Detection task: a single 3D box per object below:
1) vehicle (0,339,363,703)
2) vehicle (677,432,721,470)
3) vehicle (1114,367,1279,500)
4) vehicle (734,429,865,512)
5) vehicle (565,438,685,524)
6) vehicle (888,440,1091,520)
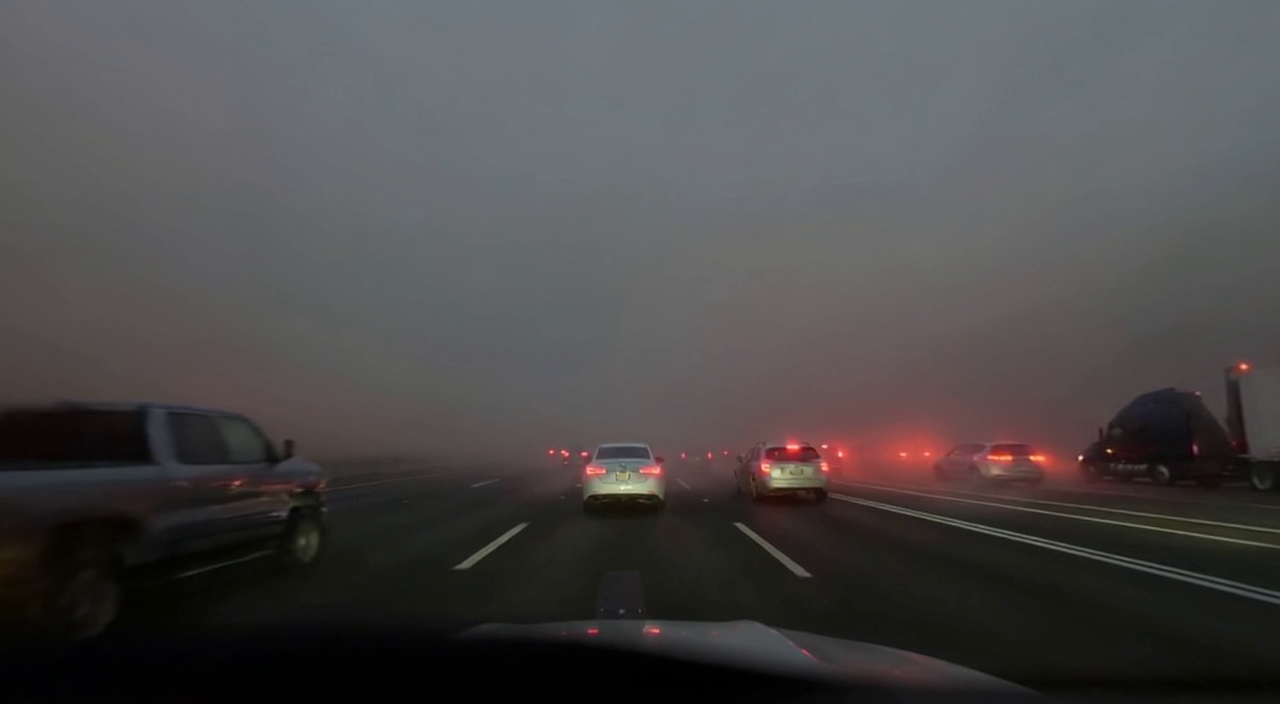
[{"bbox_3d":[-4.072,1.036,4.483,2.079,1.741,4.436,0,-9,1],"label":"vehicle"},{"bbox_3d":[3.893,6.656,42.423,2.440,2.313,5.266,0,-9,0],"label":"vehicle"},{"bbox_3d":[20.119,2.672,20.348,3.061,3.869,7.169,2,-9,-10],"label":"vehicle"},{"bbox_3d":[3.569,2.734,14.992,2.053,1.666,4.106,0,-9,0],"label":"vehicle"},{"bbox_3d":[-0.220,2.605,13.286,2.132,1.499,4.038,0,-9,1],"label":"vehicle"},{"bbox_3d":[7.599,2.799,14.349,2.021,1.505,4.480,0,-9,0],"label":"vehicle"}]
